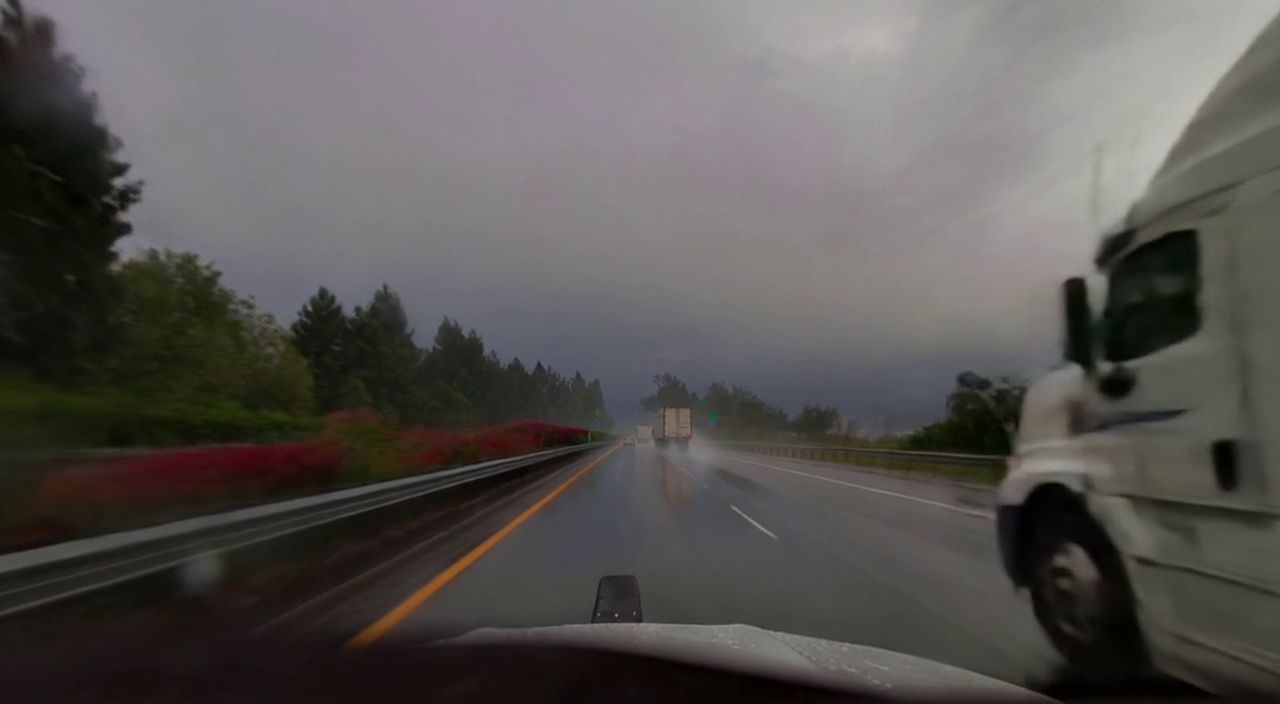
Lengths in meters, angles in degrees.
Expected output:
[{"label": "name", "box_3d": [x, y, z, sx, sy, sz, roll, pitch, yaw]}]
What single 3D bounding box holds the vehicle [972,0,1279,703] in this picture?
[{"label": "vehicle", "box_3d": [4.233, -0.413, 1.741, 3.073, 3.927, 6.116, 0, -8, -1]}]
